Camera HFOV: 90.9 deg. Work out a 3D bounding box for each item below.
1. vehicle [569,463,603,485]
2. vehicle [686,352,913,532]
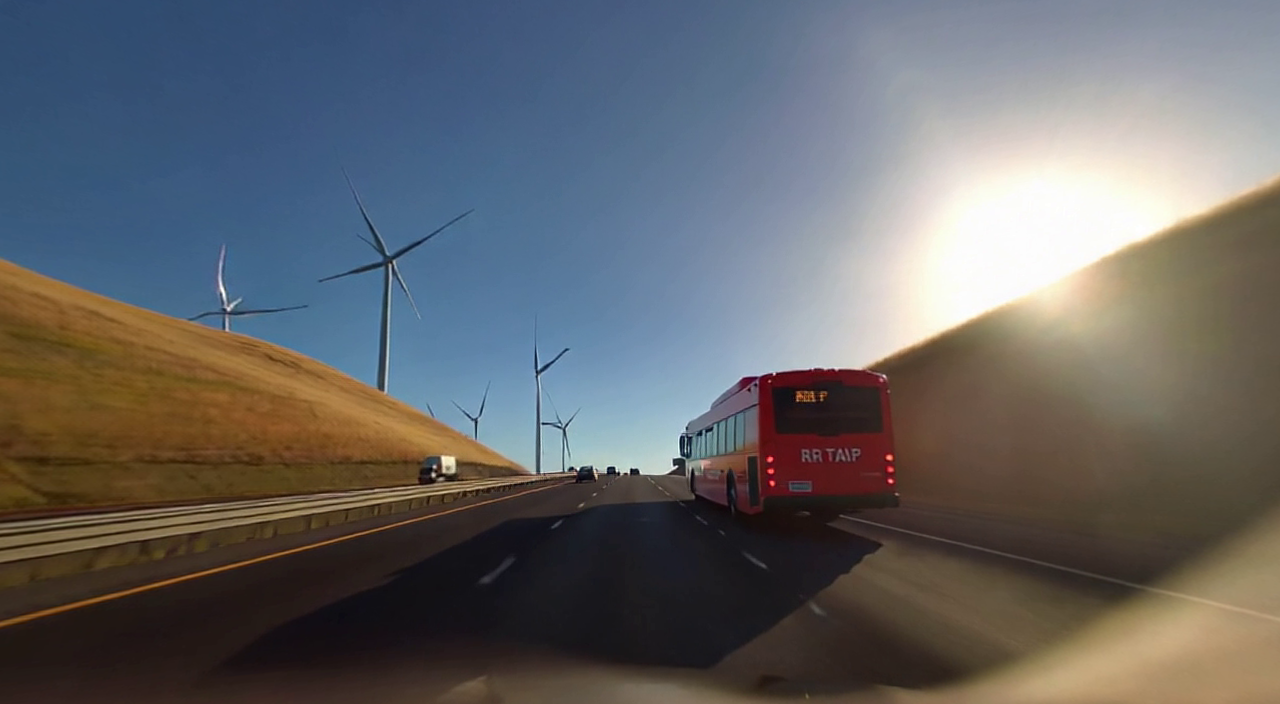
[{"bbox_3d":[-4.019,9.173,47.432,2.213,1.568,4.274,1,-10,-1],"label":"vehicle"},{"bbox_3d":[3.694,3.097,19.865,2.941,3.574,14.463,1,-10,-2],"label":"vehicle"}]
